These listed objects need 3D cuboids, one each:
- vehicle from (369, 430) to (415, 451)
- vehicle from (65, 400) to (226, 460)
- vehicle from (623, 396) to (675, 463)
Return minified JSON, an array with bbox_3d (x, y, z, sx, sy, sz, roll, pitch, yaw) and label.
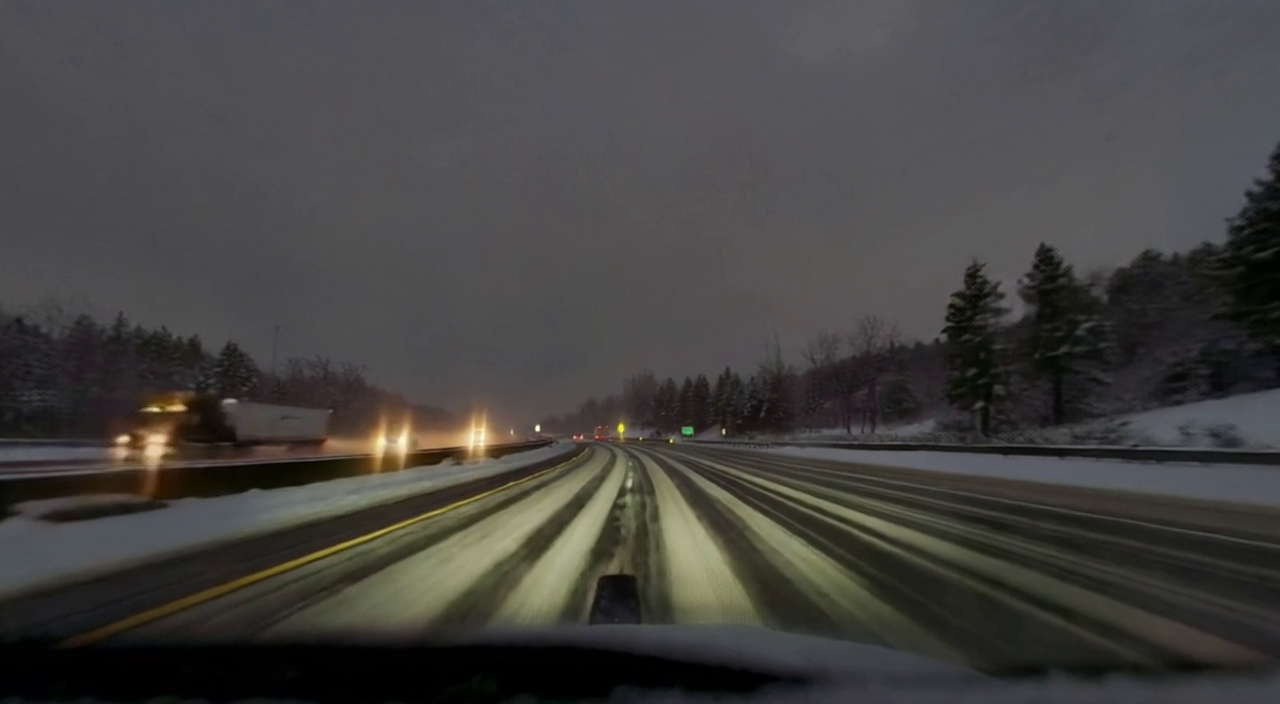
[{"bbox_3d":[-18.769,6.719,47.763,1.810,1.522,4.275,0,-8,-2],"label":"vehicle"},{"bbox_3d":[-22.479,3.656,29.122,2.435,2.471,6.167,0,-8,-1],"label":"vehicle"},{"bbox_3d":[0.799,5.683,45.319,3.153,4.080,13.081,-1,-8,2],"label":"vehicle"}]
